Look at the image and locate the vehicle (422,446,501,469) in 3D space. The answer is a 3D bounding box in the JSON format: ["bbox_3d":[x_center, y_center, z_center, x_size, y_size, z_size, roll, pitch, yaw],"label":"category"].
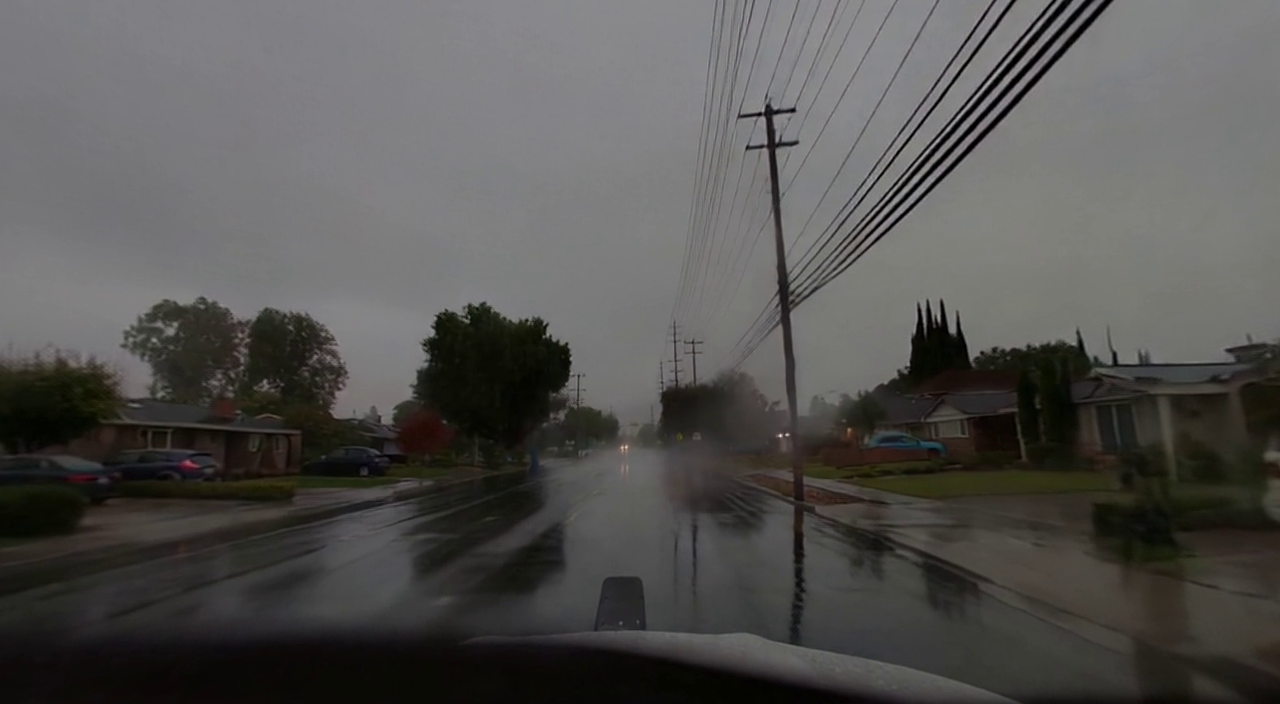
[{"bbox_3d":[-12.489,7.407,44.390,4.893,1.567,2.105,-1,-8,6],"label":"vehicle"}]

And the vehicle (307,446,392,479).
[{"bbox_3d":[-14.994,5.711,33.008,1.978,1.586,5.192,0,-8,0],"label":"vehicle"}]

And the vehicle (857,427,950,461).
[{"bbox_3d":[14.768,5.196,35.648,4.373,1.759,2.093,0,-10,6],"label":"vehicle"}]

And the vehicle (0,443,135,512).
[{"bbox_3d":[-16.457,3.242,16.596,4.482,1.648,2.169,0,-9,1],"label":"vehicle"}]

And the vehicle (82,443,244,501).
[{"bbox_3d":[-15.244,3.774,20.250,4.232,1.693,1.949,-3,-9,18],"label":"vehicle"}]
